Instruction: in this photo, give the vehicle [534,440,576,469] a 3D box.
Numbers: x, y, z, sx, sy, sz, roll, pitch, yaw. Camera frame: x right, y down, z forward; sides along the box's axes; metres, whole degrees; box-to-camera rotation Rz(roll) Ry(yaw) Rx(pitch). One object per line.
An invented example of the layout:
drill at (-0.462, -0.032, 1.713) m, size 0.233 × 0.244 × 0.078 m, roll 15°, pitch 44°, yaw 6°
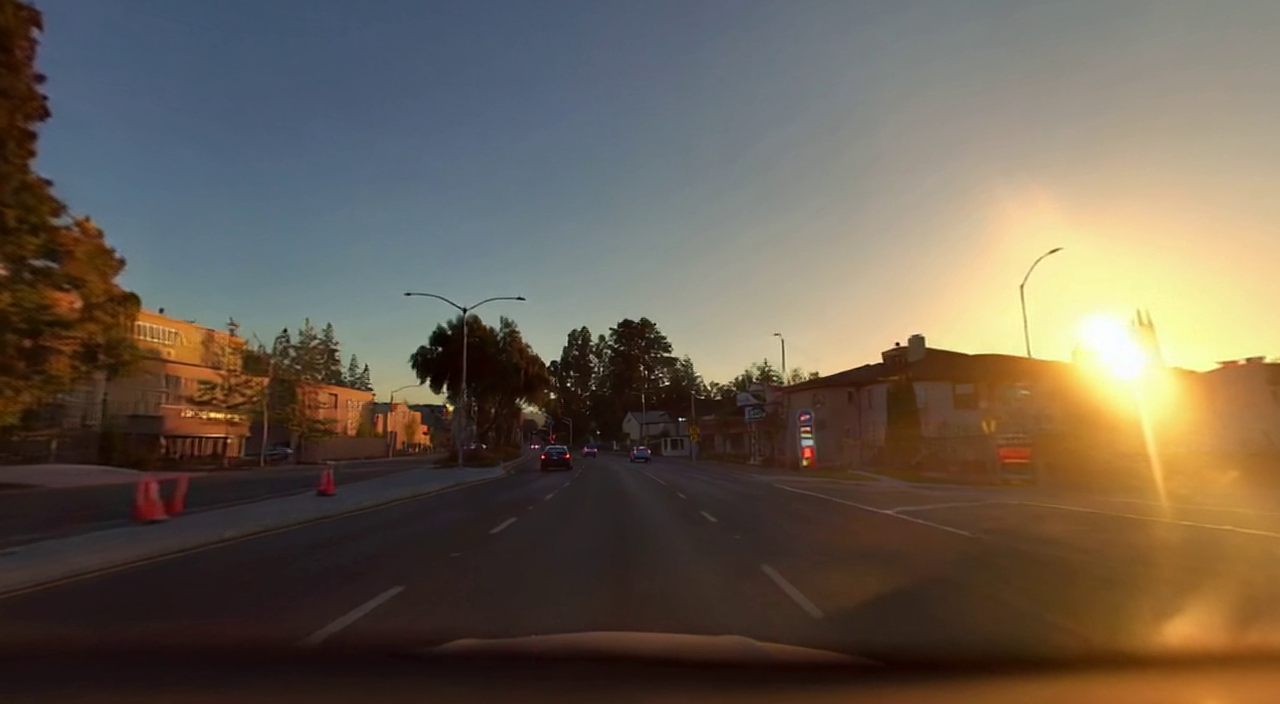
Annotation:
vehicle at (-5.360, 6.559, 40.494) m, size 2.381 × 1.721 × 4.186 m, roll 0°, pitch -9°, yaw -4°
